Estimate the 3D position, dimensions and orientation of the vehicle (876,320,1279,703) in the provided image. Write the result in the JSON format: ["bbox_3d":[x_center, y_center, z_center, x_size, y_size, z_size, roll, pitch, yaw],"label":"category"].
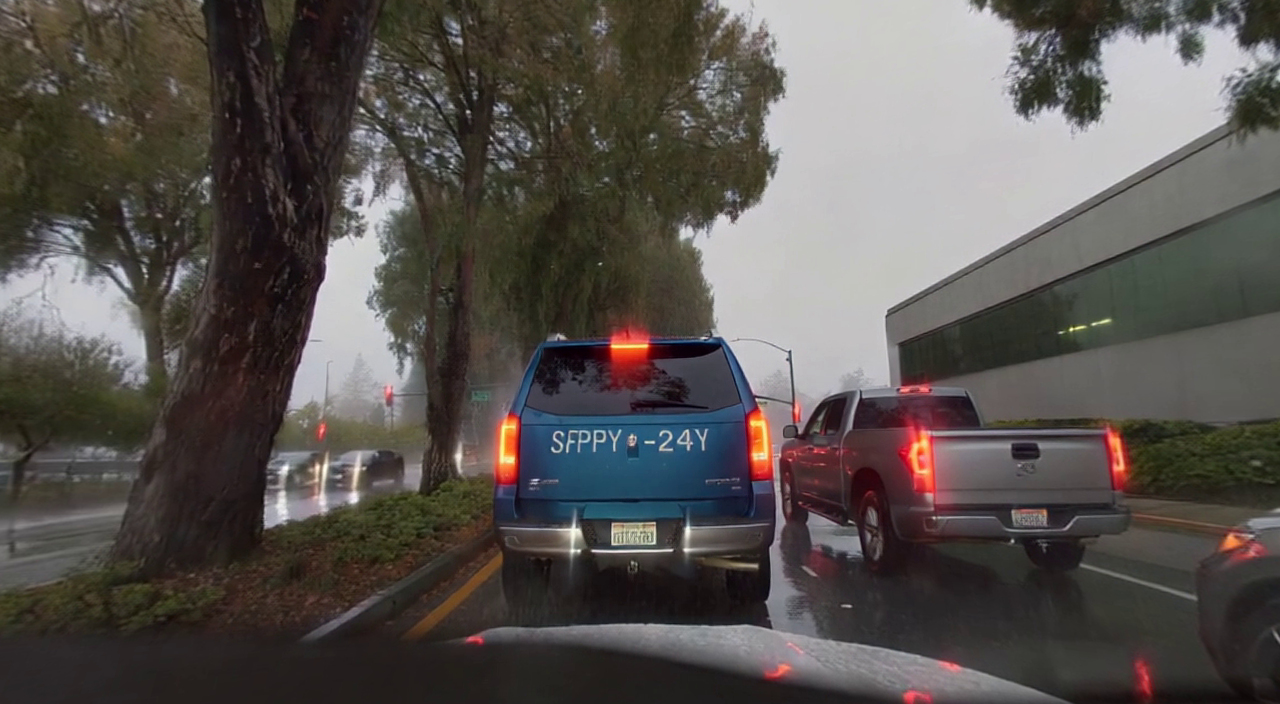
[{"bbox_3d":[3.076,0.985,3.460,2.022,1.700,4.410,0,-8,3],"label":"vehicle"}]

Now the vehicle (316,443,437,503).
[{"bbox_3d":[-9.125,4.201,22.388,2.128,1.868,4.863,0,-8,1],"label":"vehicle"}]

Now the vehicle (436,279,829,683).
[{"bbox_3d":[0.014,1.042,5.971,2.267,2.372,4.366,0,-8,2],"label":"vehicle"}]

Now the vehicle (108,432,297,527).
[{"bbox_3d":[-16.054,4.624,23.772,2.741,2.730,6.221,-7,-8,-1],"label":"vehicle"}]
